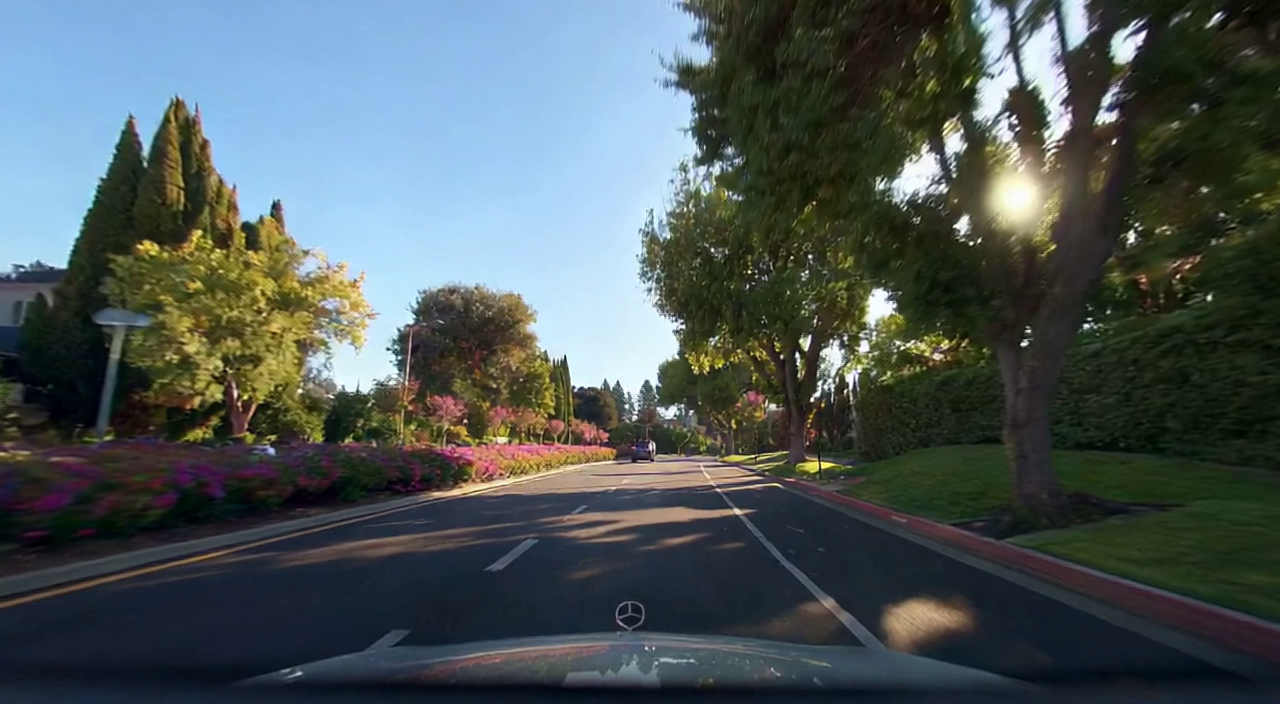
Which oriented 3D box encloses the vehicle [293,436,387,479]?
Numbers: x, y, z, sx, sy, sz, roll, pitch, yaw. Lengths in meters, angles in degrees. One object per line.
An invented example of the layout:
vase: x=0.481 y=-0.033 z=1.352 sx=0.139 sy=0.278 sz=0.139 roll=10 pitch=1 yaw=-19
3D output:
vehicle: x=-11.337 y=3.991 z=24.114 sx=1.740 sy=1.509 sz=3.561 roll=0 pitch=-8 yaw=2
